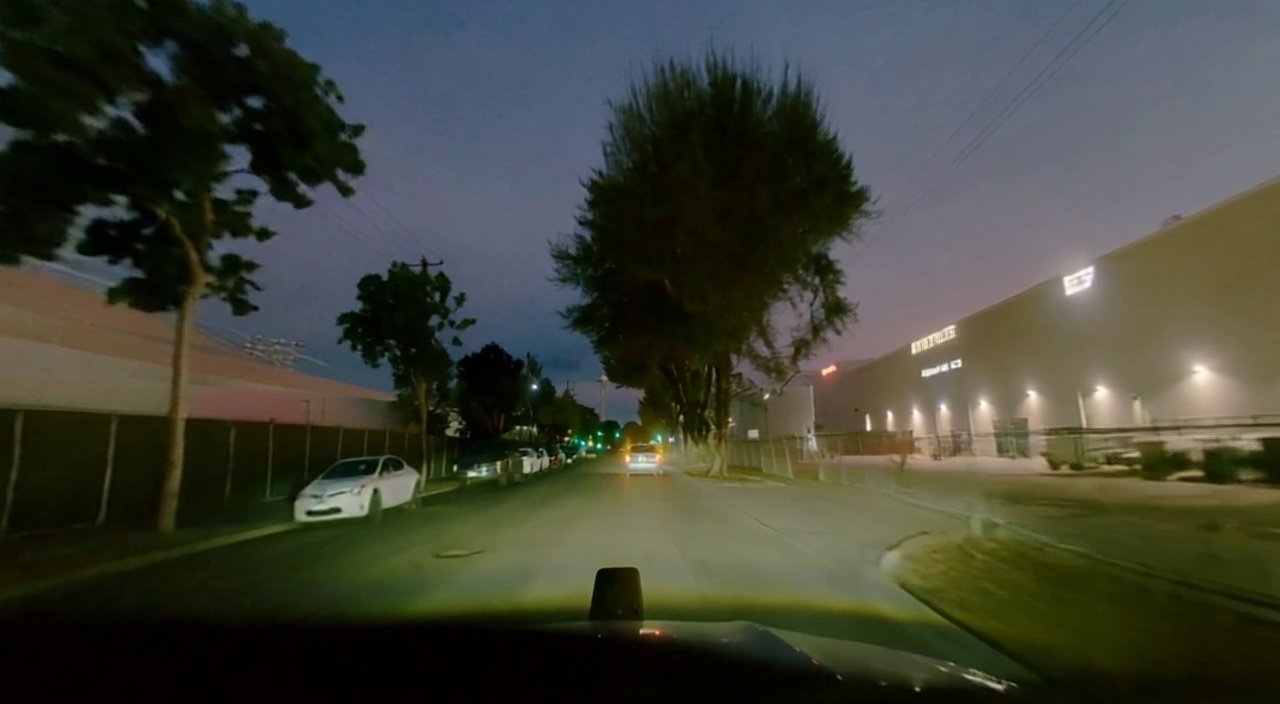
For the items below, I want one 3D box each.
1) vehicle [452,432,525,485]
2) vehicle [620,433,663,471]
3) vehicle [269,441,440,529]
[{"bbox_3d":[-6.543,4.687,27.787,2.005,1.989,4.929,-3,-9,0],"label":"vehicle"},{"bbox_3d":[0.068,5.303,33.580,2.152,1.874,4.042,0,-8,-1],"label":"vehicle"},{"bbox_3d":[-5.968,2.835,13.809,1.938,1.500,4.130,-3,-10,-2],"label":"vehicle"}]
